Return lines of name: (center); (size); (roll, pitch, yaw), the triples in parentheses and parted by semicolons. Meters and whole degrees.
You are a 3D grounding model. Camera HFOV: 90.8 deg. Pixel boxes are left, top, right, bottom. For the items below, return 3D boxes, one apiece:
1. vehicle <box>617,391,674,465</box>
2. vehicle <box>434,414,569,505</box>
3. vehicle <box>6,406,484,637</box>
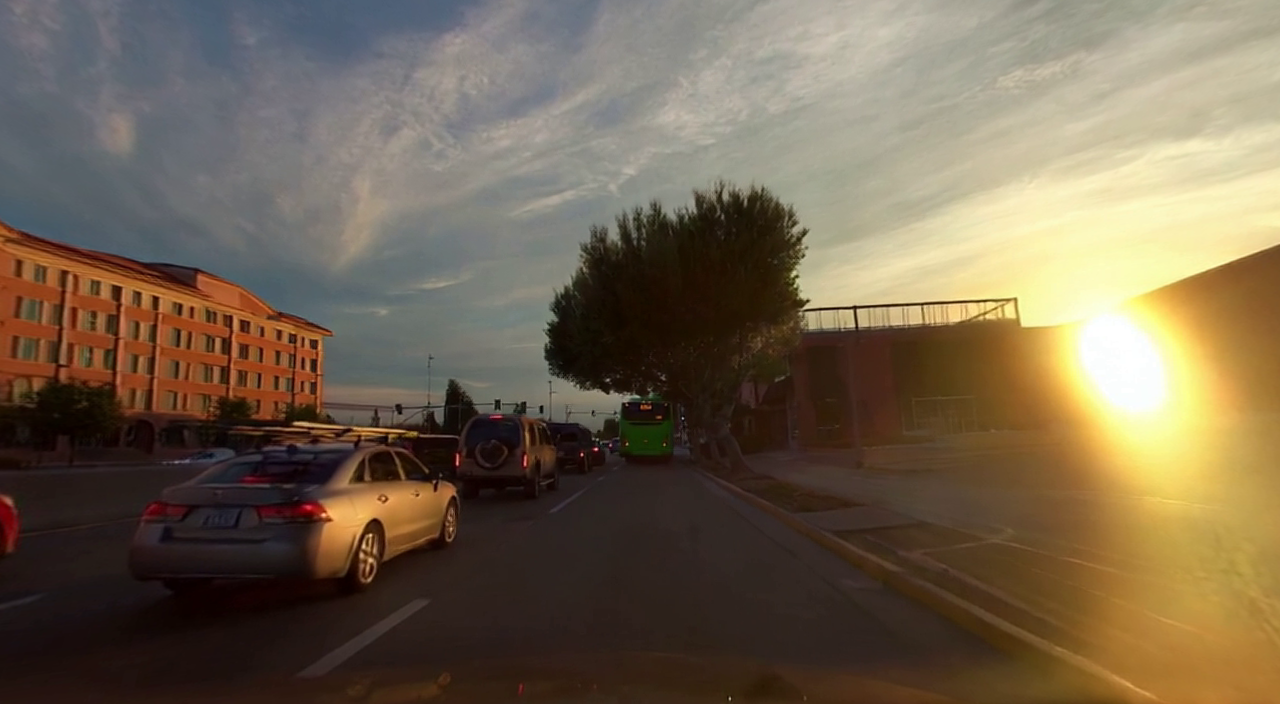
vehicle: (0.386, 4.912, 39.268); (2.970, 3.857, 12.200); (0, -9, 1)
vehicle: (-3.192, 2.629, 15.783); (2.095, 1.892, 5.043); (0, -9, 1)
vehicle: (-3.292, 1.504, 6.652); (2.042, 1.571, 4.475); (0, -9, 1)
